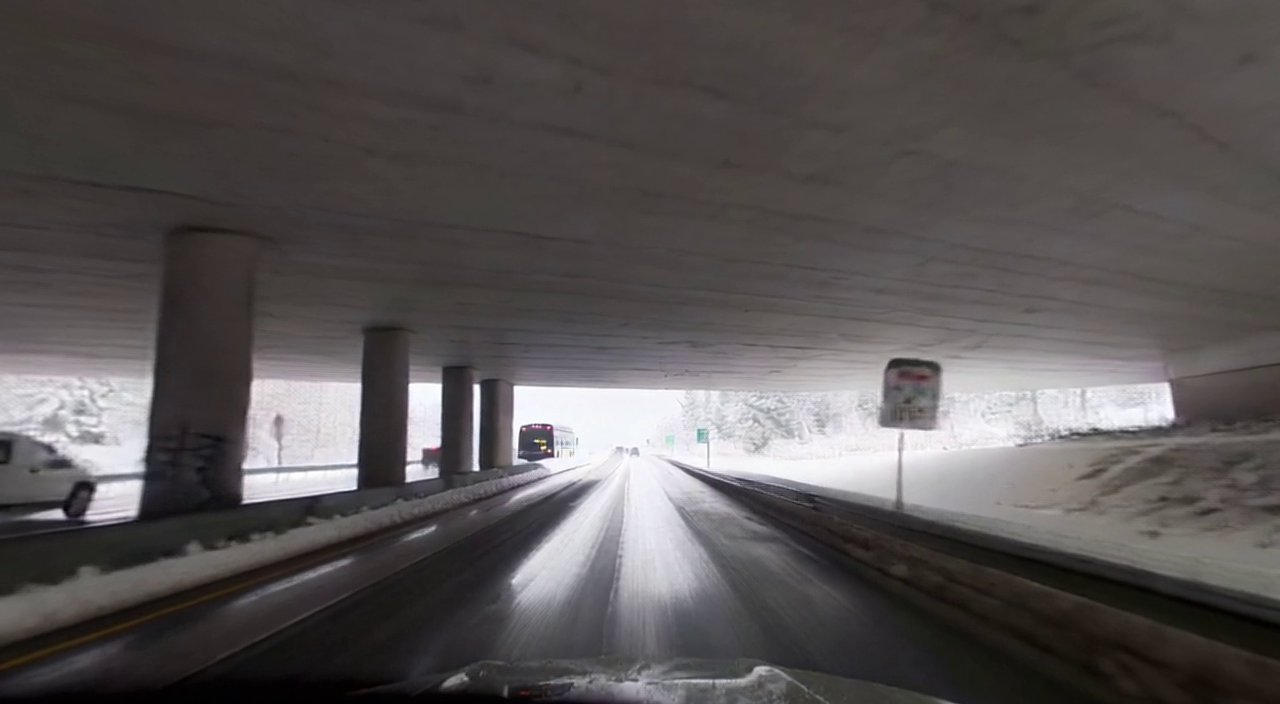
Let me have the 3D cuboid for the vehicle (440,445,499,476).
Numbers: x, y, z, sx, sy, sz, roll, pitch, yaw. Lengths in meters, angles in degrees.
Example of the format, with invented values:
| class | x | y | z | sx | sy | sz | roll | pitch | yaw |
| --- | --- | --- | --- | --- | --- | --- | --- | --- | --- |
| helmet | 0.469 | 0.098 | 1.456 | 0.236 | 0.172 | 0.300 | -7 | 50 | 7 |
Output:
| class | x | y | z | sx | sy | sz | roll | pitch | yaw |
| --- | --- | --- | --- | --- | --- | --- | --- | --- | --- |
| vehicle | -9.380 | 5.984 | 35.102 | 1.979 | 1.600 | 4.516 | 0 | -8 | 1 |
